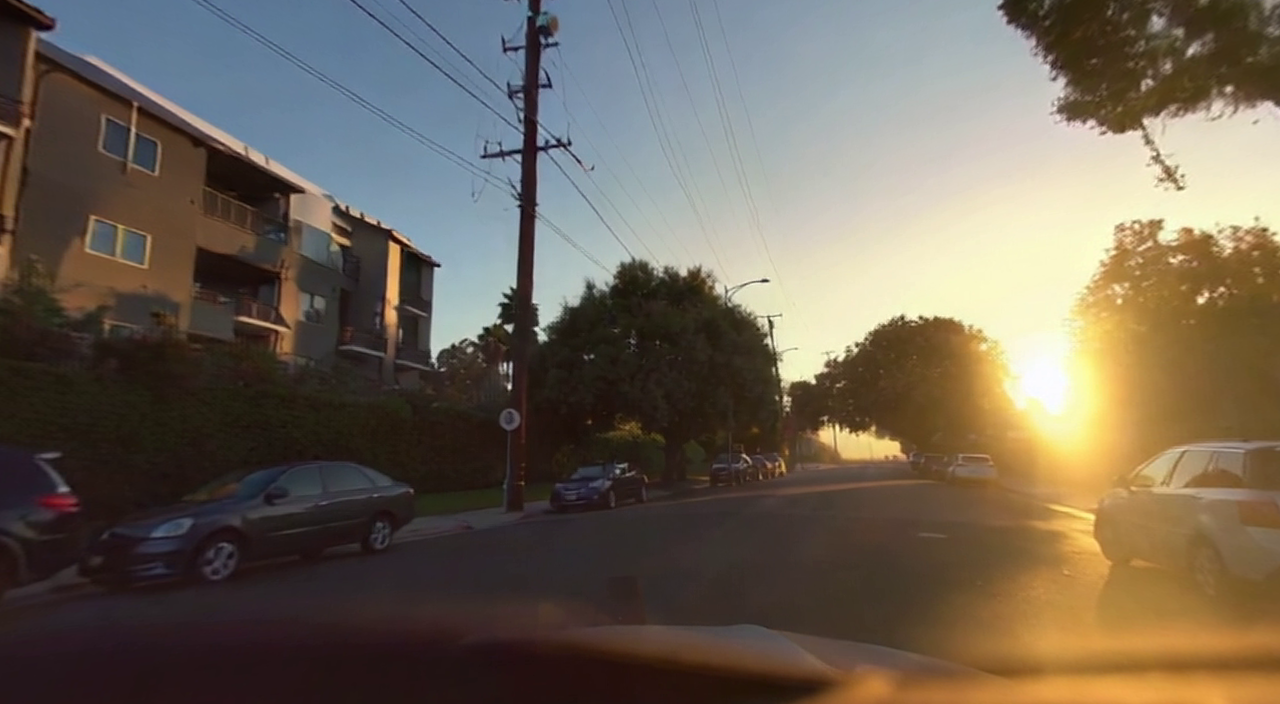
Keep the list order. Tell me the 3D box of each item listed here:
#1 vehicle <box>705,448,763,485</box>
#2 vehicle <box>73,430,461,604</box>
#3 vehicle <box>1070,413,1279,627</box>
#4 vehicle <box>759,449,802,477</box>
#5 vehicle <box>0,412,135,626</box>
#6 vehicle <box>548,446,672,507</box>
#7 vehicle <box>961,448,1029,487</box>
[{"bbox_3d":[5.157,6.126,34.153,2.011,1.801,4.676,-3,-9,22],"label":"vehicle"},{"bbox_3d":[-4.985,2.235,9.351,2.068,1.745,4.579,-11,-12,19],"label":"vehicle"},{"bbox_3d":[6.592,1.599,6.841,2.180,1.677,4.432,-3,-9,21],"label":"vehicle"},{"bbox_3d":[10.247,8.062,45.736,1.953,1.699,4.234,-10,-15,23],"label":"vehicle"},{"bbox_3d":[-7.081,1.412,4.502,1.973,1.848,5.100,-12,-13,19],"label":"vehicle"},{"bbox_3d":[-0.817,4.038,20.287,2.017,1.582,4.664,-9,-14,23],"label":"vehicle"},{"bbox_3d":[15.437,4.999,27.675,1.964,1.515,4.055,-3,-9,21],"label":"vehicle"}]
